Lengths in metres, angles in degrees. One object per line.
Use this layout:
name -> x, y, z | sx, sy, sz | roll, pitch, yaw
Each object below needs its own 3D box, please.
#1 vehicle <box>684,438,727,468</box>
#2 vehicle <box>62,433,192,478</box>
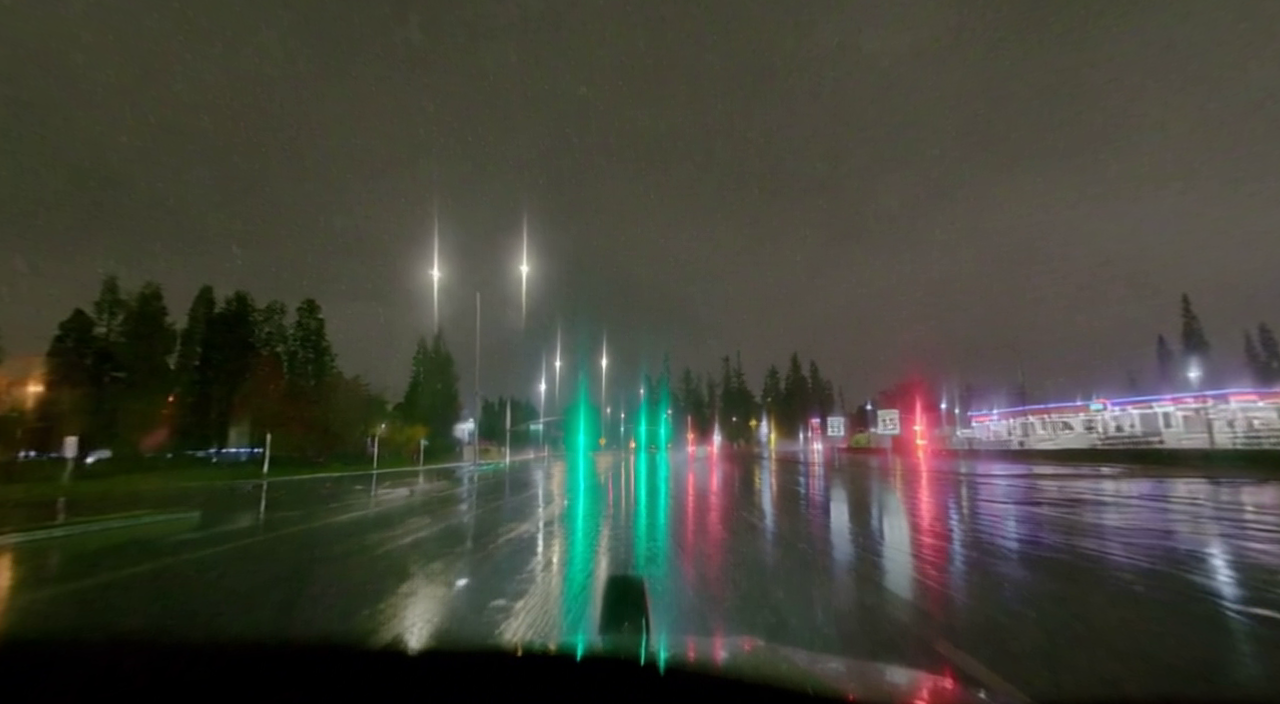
vehicle -> 3.828, 5.986, 37.555 | 2.007, 1.683, 4.171 | 0, -8, -1
vehicle -> -32.693, 6.595, 40.342 | 6.090, 2.737, 2.475 | -1, -8, 1
